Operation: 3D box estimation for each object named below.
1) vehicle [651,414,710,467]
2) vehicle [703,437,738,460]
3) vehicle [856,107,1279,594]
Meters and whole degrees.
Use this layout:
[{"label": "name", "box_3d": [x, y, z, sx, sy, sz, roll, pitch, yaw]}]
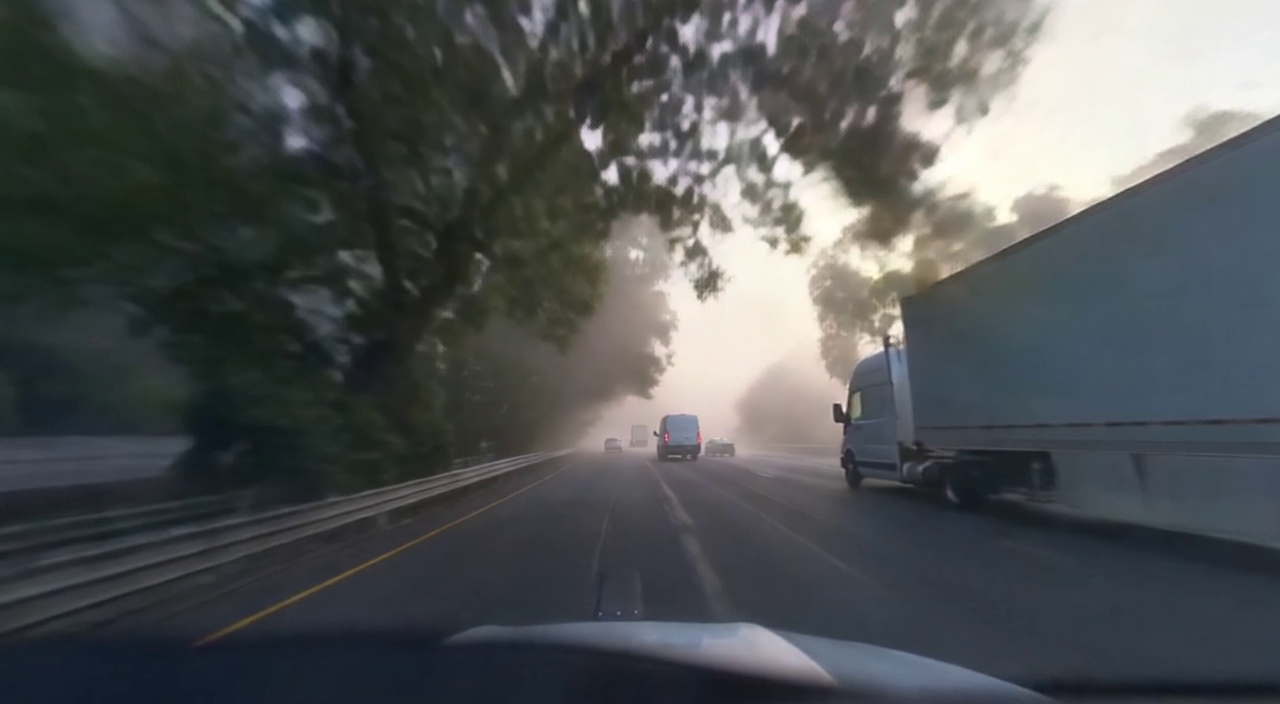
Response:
[{"label": "vehicle", "box_3d": [1.980, 4.625, 33.095, 2.436, 2.521, 5.409, 0, -8, -3]}, {"label": "vehicle", "box_3d": [5.522, 6.652, 43.699, 1.821, 1.468, 3.805, 0, -8, -2]}, {"label": "vehicle", "box_3d": [6.814, 0.389, 8.303, 2.904, 4.054, 14.017, 0, -8, 0]}]
